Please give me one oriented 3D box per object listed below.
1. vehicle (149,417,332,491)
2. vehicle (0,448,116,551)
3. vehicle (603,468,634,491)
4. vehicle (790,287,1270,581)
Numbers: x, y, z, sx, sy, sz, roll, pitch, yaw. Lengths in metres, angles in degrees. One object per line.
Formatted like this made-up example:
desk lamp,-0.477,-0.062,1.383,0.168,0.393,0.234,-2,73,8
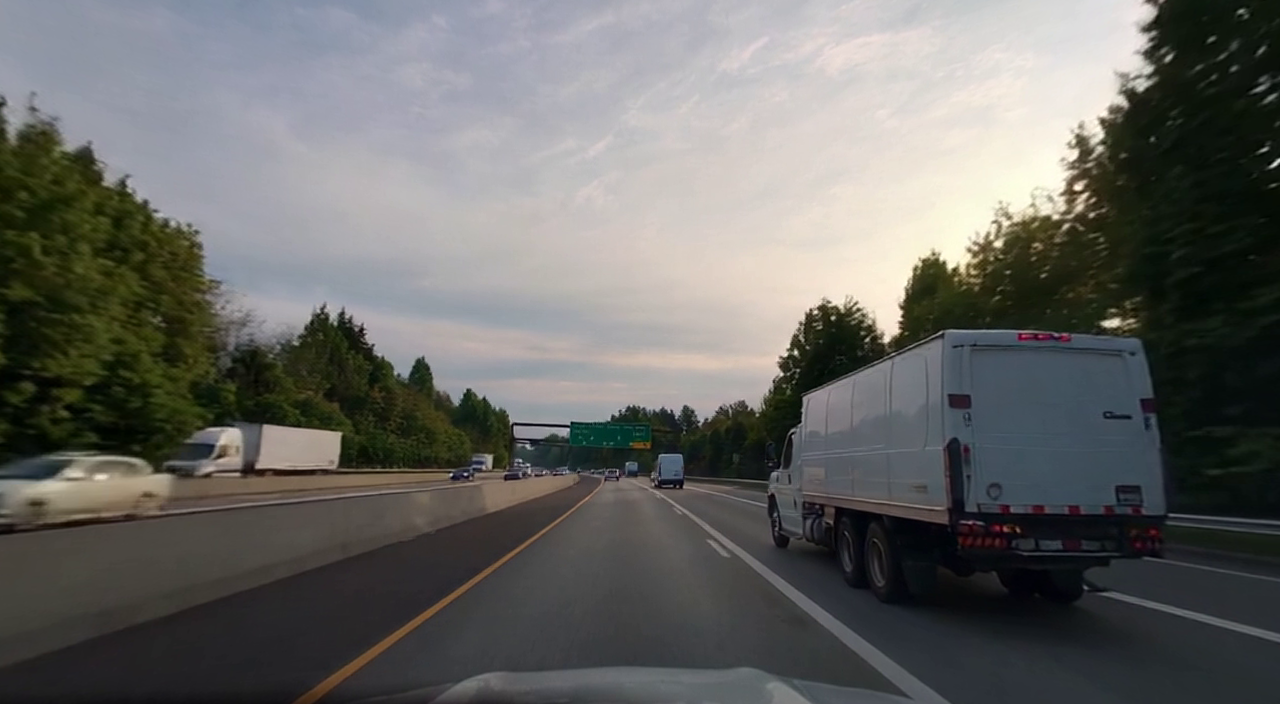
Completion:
vehicle,-22.729,6.172,37.213,2.830,3.591,12.563,1,-10,-1
vehicle,-10.572,2.101,8.913,2.184,1.496,4.687,1,-10,0
vehicle,-1.569,9.129,45.116,2.106,1.524,4.381,1,-10,-2
vehicle,7.078,2.374,15.966,2.866,4.102,14.351,1,-10,-1
